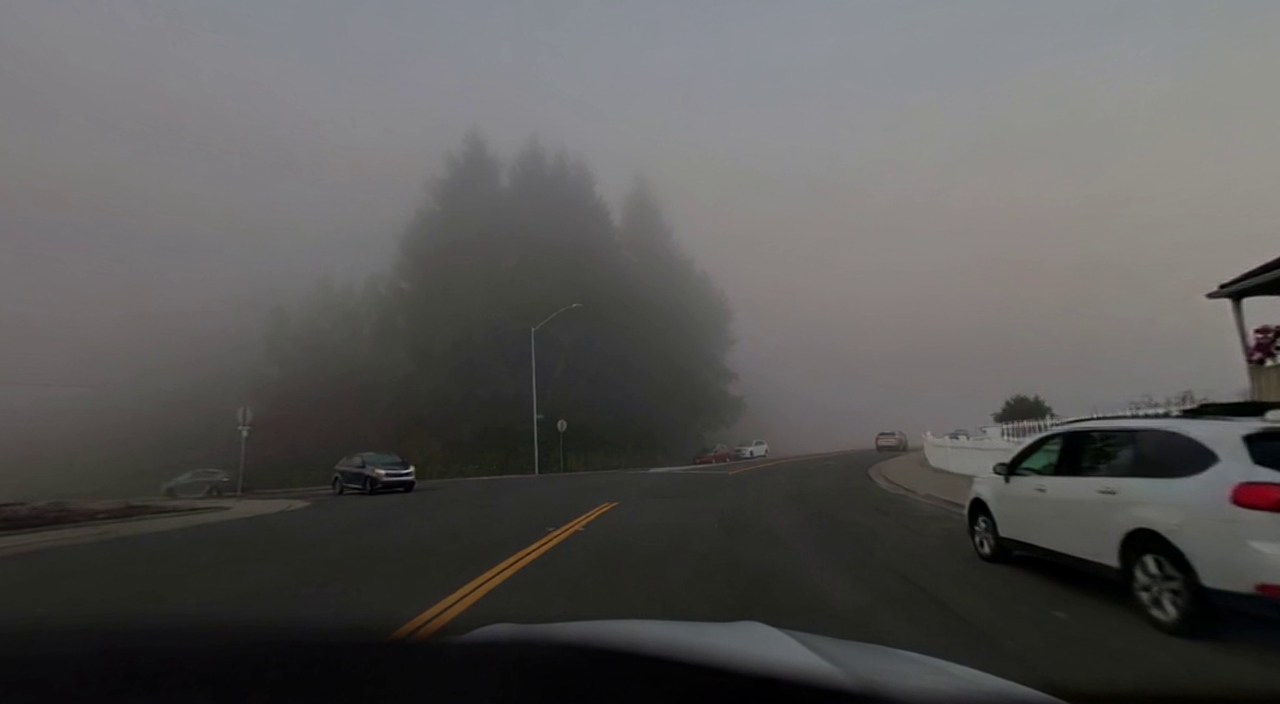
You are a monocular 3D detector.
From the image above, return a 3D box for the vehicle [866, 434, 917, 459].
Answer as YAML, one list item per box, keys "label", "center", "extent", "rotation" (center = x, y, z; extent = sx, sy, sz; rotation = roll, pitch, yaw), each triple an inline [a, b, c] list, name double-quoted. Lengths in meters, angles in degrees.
- label: "vehicle"
  center: [17.868, 6.677, 44.737]
  extent: [2.097, 1.679, 4.633]
  rotation: [-7, -11, 37]

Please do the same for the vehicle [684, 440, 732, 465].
- label: "vehicle"
  center: [5.128, 7.582, 47.249]
  extent: [2.095, 1.711, 4.307]
  rotation: [-5, -12, 28]

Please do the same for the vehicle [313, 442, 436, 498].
- label: "vehicle"
  center: [-9.017, 3.915, 21.329]
  extent: [4.270, 1.683, 1.984]
  rotation: [-7, -11, 39]

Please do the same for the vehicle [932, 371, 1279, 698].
- label: "vehicle"
  center: [4.512, 1.264, 5.378]
  extent: [2.105, 1.705, 4.392]
  rotation: [-1, -9, 3]
